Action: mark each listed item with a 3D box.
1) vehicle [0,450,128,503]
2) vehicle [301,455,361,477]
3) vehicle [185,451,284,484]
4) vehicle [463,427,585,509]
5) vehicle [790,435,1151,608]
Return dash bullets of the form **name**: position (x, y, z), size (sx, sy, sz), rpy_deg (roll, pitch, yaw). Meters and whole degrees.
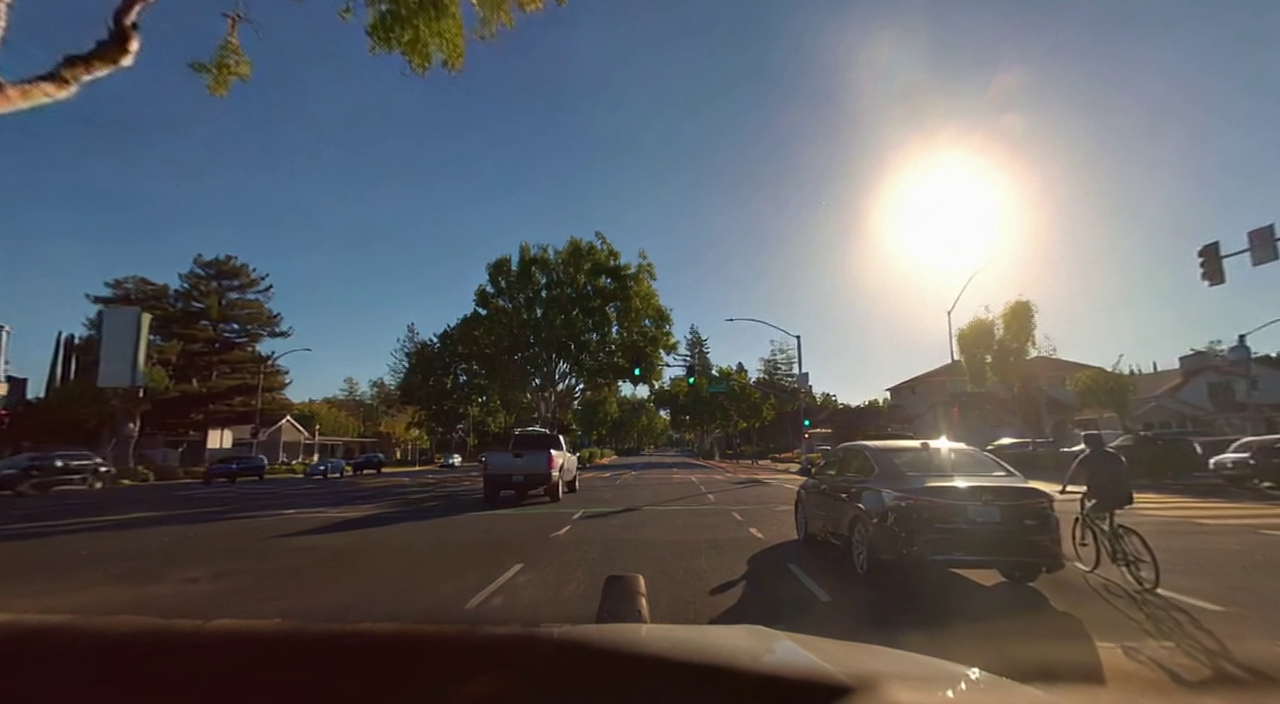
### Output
- **vehicle**: position (-21.987, 4.510, 23.213), size (1.908, 1.642, 4.910), rpy_deg (0, -8, 0)
- **vehicle**: position (-21.862, 8.105, 44.629), size (1.779, 1.464, 4.660), rpy_deg (0, -10, 2)
- **vehicle**: position (-27.180, 7.714, 42.363), size (2.278, 2.000, 5.570), rpy_deg (-2, -9, 10)
- **vehicle**: position (-2.960, 3.114, 17.394), size (2.231, 1.898, 4.985), rpy_deg (0, -8, 2)
- **vehicle**: position (3.367, 1.784, 7.666), size (1.990, 1.454, 4.490), rpy_deg (0, -8, 0)
